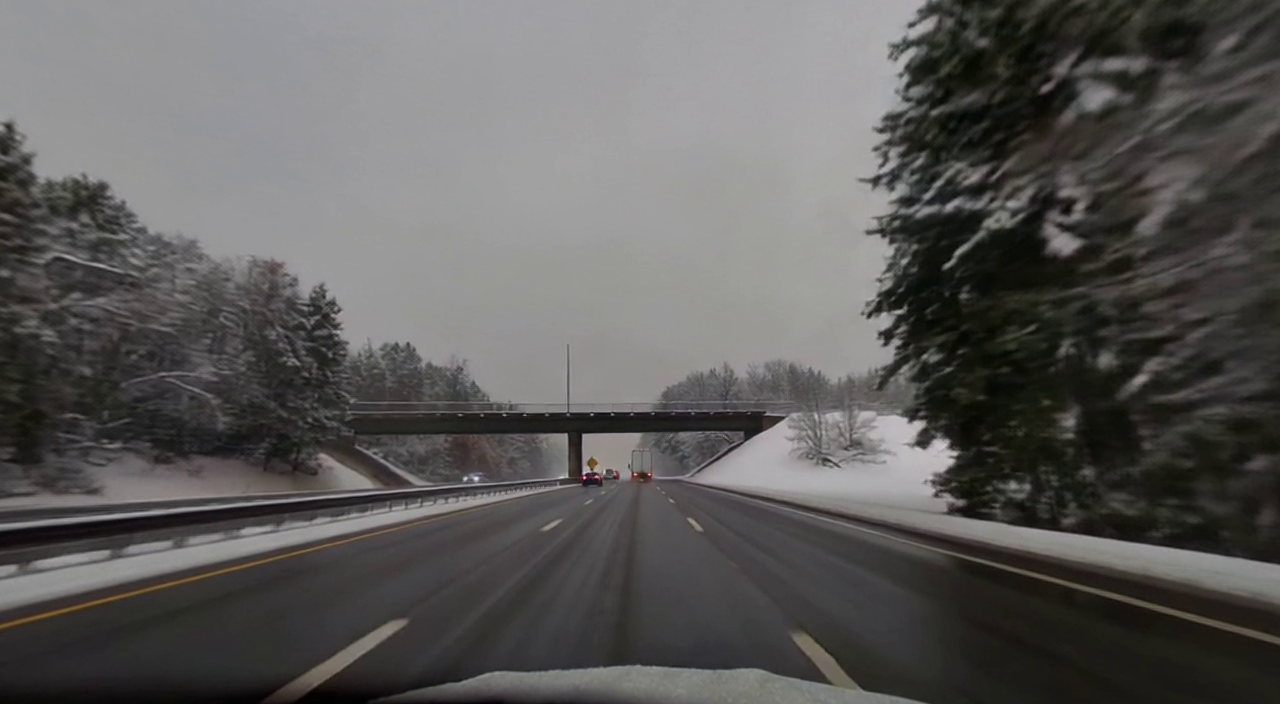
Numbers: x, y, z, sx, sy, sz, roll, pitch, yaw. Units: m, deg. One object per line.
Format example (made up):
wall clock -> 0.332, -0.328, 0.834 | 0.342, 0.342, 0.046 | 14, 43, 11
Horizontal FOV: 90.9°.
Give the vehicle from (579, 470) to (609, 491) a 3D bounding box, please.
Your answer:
vehicle -> -3.498, 9.816, 48.332 | 1.976, 1.514, 3.917 | 1, -11, 0
